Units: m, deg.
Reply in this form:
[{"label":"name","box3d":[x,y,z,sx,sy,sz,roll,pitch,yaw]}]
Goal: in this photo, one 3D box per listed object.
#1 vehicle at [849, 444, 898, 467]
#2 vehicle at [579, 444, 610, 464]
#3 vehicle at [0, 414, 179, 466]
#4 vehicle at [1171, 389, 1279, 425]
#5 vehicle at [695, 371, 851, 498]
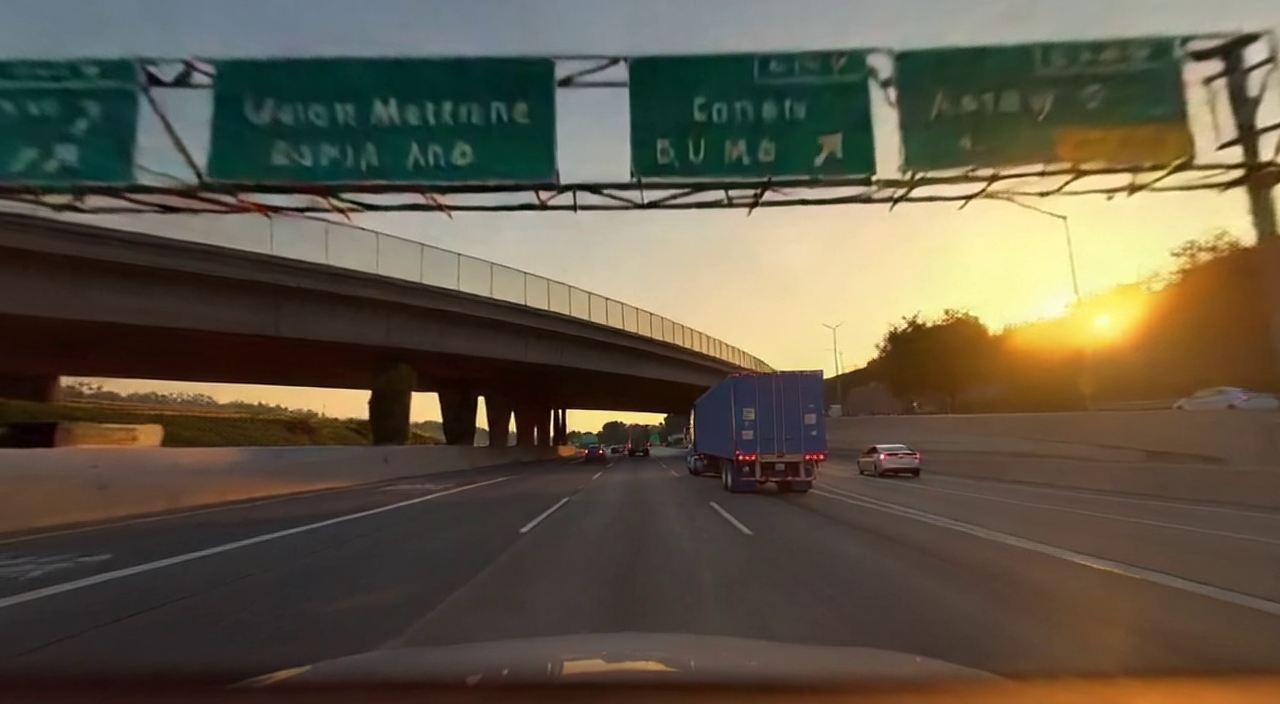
[{"label":"vehicle","box3d":[17.458,7.757,47.071,2.021,1.549,4.322,1,-9,0]},{"label":"vehicle","box3d":[-3.572,8.086,49.882,2.143,1.529,4.918,0,-9,-1]},{"label":"vehicle","box3d":[-34.406,5.462,38.511,2.707,2.682,12.974,0,-8,-1]},{"label":"vehicle","box3d":[28.545,2.713,30.309,1.928,1.603,4.315,1,-7,-2]},{"label":"vehicle","box3d":[4.006,2.969,22.156,3.049,3.395,10.595,0,-9,-1]}]
